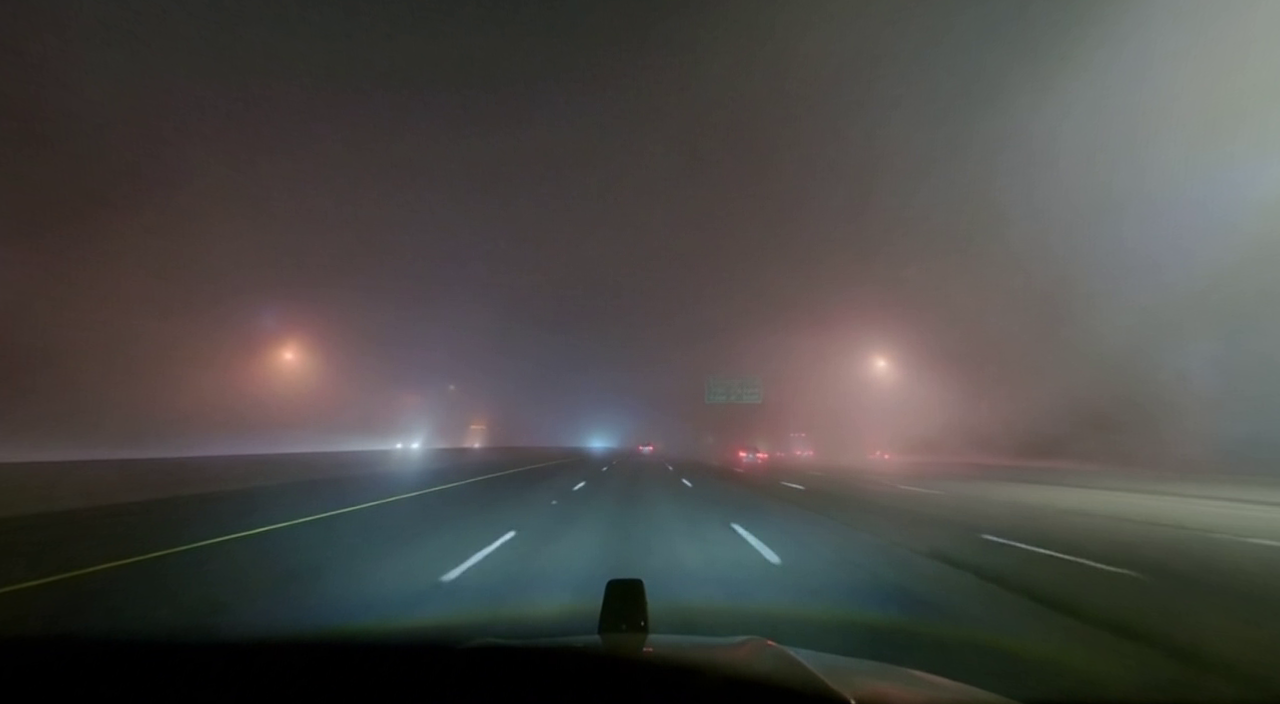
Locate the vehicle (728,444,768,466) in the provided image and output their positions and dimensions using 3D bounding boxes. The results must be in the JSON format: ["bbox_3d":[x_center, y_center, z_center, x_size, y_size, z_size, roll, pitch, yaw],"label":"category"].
[{"bbox_3d":[7.746,7.428,45.700,2.056,1.465,4.304,0,-8,-1],"label":"vehicle"}]
